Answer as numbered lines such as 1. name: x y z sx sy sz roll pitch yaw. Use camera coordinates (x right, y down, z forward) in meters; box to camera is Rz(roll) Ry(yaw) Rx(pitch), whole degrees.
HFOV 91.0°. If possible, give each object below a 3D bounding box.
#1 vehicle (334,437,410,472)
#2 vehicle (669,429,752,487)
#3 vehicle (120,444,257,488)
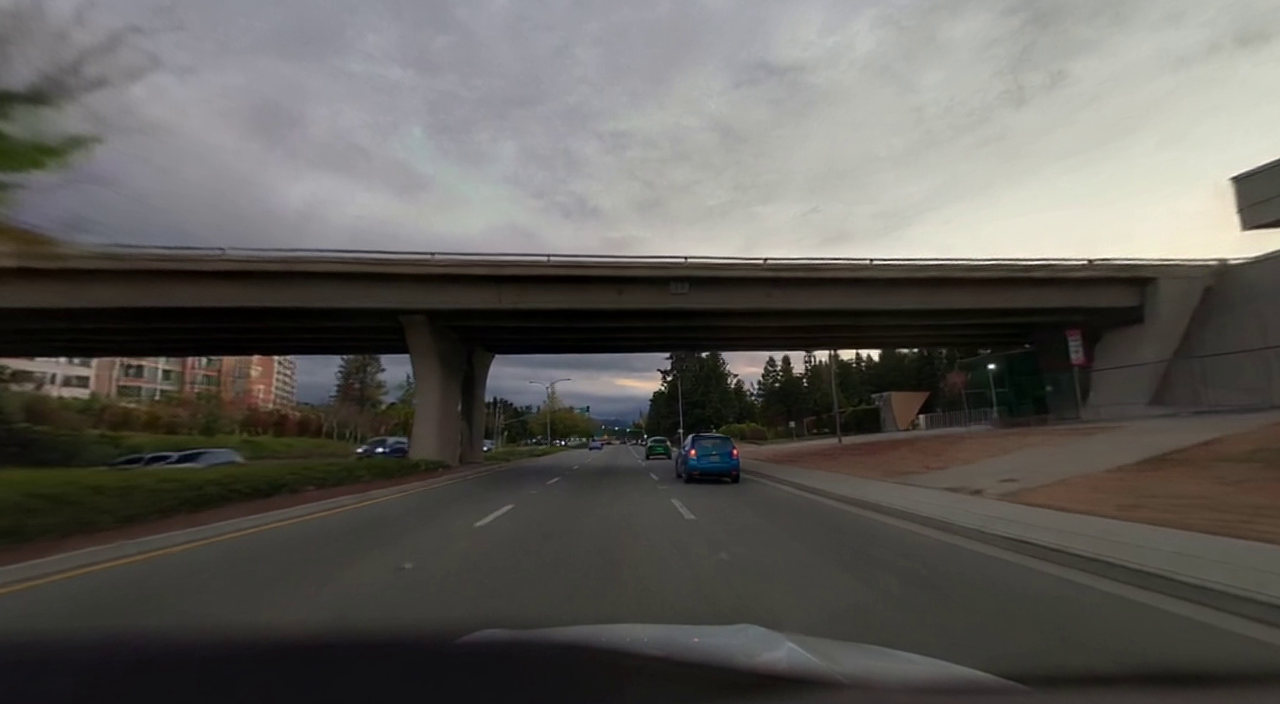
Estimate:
1. vehicle: -13.902 5.337 33.000 2.052 1.690 4.458 0 -8 -1
2. vehicle: 2.211 3.519 21.098 2.110 1.712 4.489 0 -8 -2
3. vehicle: -16.863 4.253 23.870 1.883 1.506 4.535 0 -8 -2
